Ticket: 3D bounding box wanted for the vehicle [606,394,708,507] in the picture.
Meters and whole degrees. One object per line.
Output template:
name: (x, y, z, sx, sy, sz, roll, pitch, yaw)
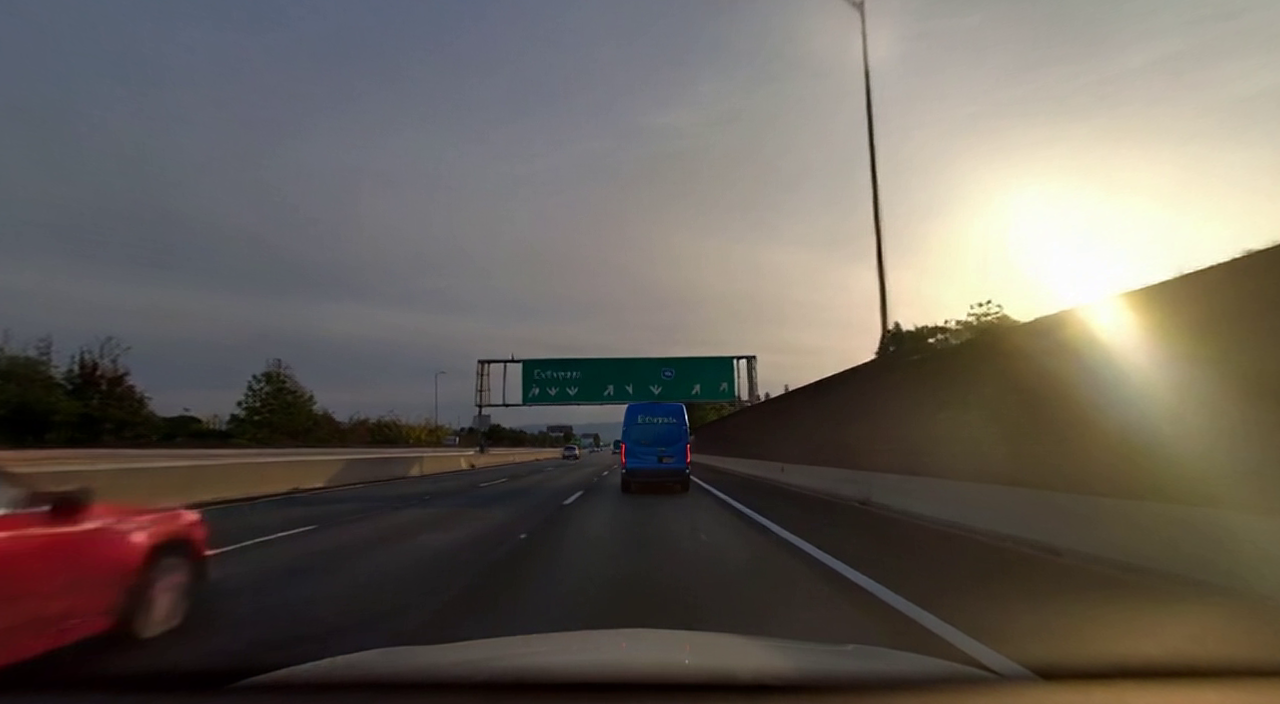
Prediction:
vehicle: (0.317, 2.667, 17.250, 2.332, 2.558, 5.314, 0, -9, -2)
